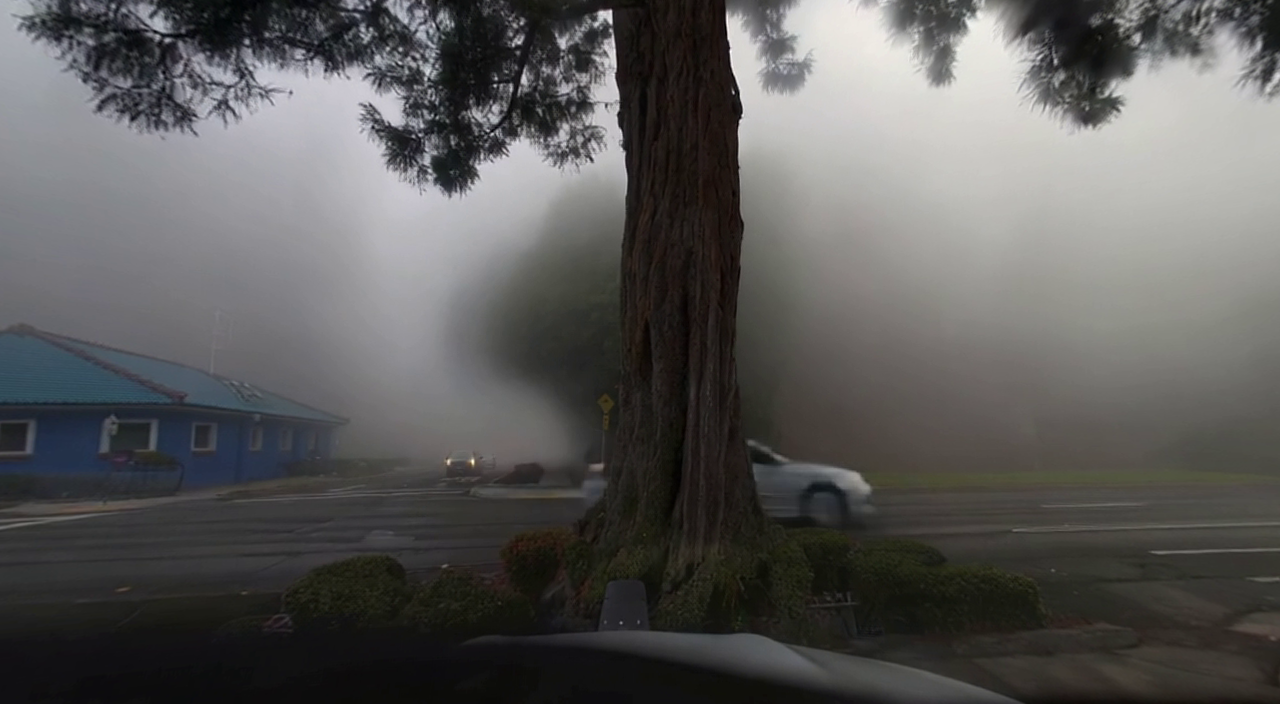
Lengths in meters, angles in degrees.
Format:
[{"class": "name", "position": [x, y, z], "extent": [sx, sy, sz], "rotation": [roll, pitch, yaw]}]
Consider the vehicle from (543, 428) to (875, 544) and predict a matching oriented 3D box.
[{"class": "vehicle", "position": [0.837, 1.895, 9.394], "extent": [4.426, 1.451, 2.124], "rotation": [1, -9, -7]}]
